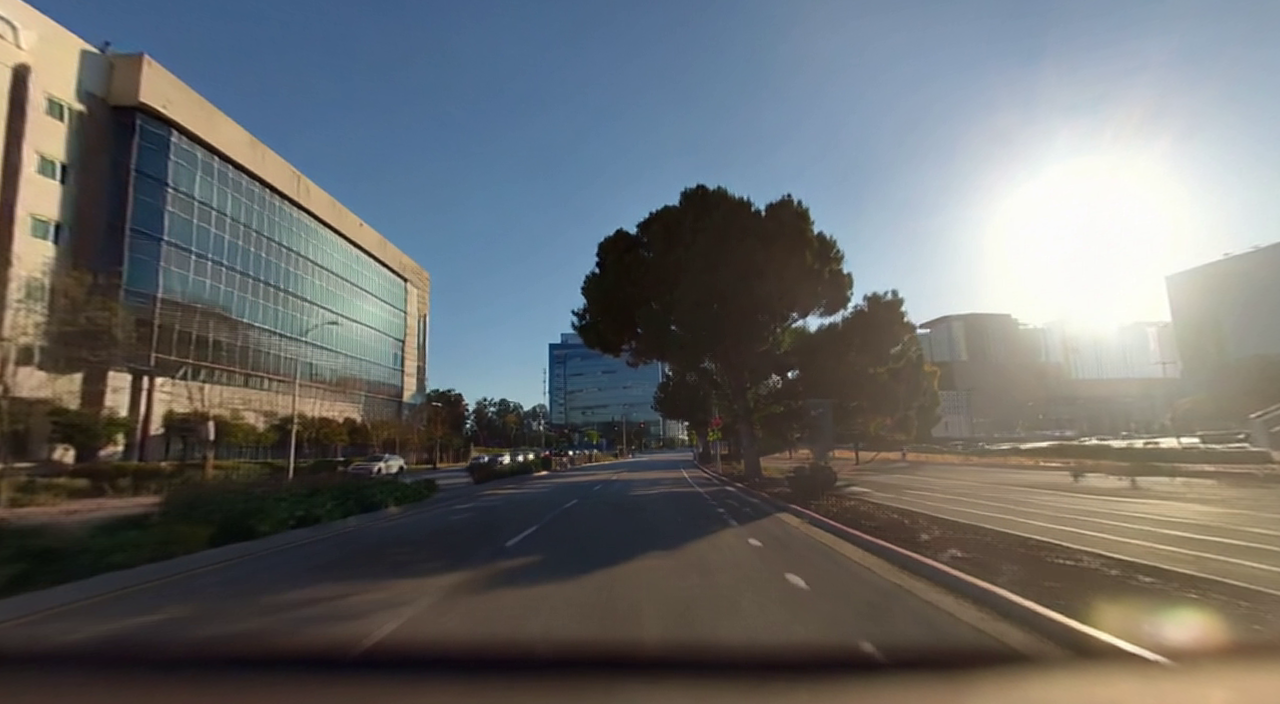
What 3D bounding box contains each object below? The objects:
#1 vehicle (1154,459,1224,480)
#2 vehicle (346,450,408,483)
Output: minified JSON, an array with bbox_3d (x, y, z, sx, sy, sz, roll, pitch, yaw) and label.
[{"bbox_3d":[42.573,9.098,48.937,1.717,1.459,4.256,0,-9,3],"label":"vehicle"},{"bbox_3d":[-18.240,7.934,43.947,2.047,1.914,5.061,-3,-7,2],"label":"vehicle"}]
